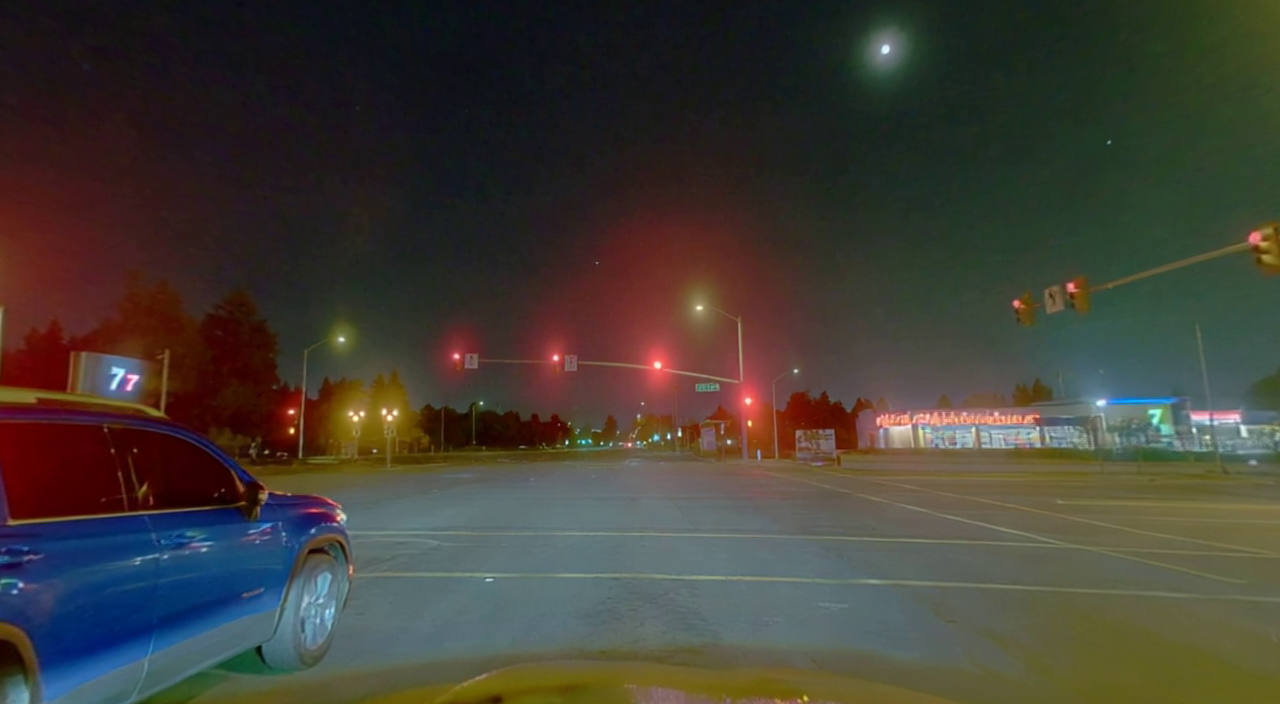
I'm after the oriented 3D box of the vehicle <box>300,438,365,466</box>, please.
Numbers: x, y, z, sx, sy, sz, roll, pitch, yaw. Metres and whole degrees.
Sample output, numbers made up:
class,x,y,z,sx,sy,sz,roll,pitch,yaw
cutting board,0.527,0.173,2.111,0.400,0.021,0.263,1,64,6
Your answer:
class,x,y,z,sx,sy,sz,roll,pitch,yaw
vehicle,-20.468,6.682,42.157,2.004,1.699,4.486,0,-9,1

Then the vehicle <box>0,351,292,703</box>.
class,x,y,z,sx,sy,sz,roll,pitch,yaw
vehicle,-3.432,0.803,2.039,2.053,1.690,4.364,0,-9,0
